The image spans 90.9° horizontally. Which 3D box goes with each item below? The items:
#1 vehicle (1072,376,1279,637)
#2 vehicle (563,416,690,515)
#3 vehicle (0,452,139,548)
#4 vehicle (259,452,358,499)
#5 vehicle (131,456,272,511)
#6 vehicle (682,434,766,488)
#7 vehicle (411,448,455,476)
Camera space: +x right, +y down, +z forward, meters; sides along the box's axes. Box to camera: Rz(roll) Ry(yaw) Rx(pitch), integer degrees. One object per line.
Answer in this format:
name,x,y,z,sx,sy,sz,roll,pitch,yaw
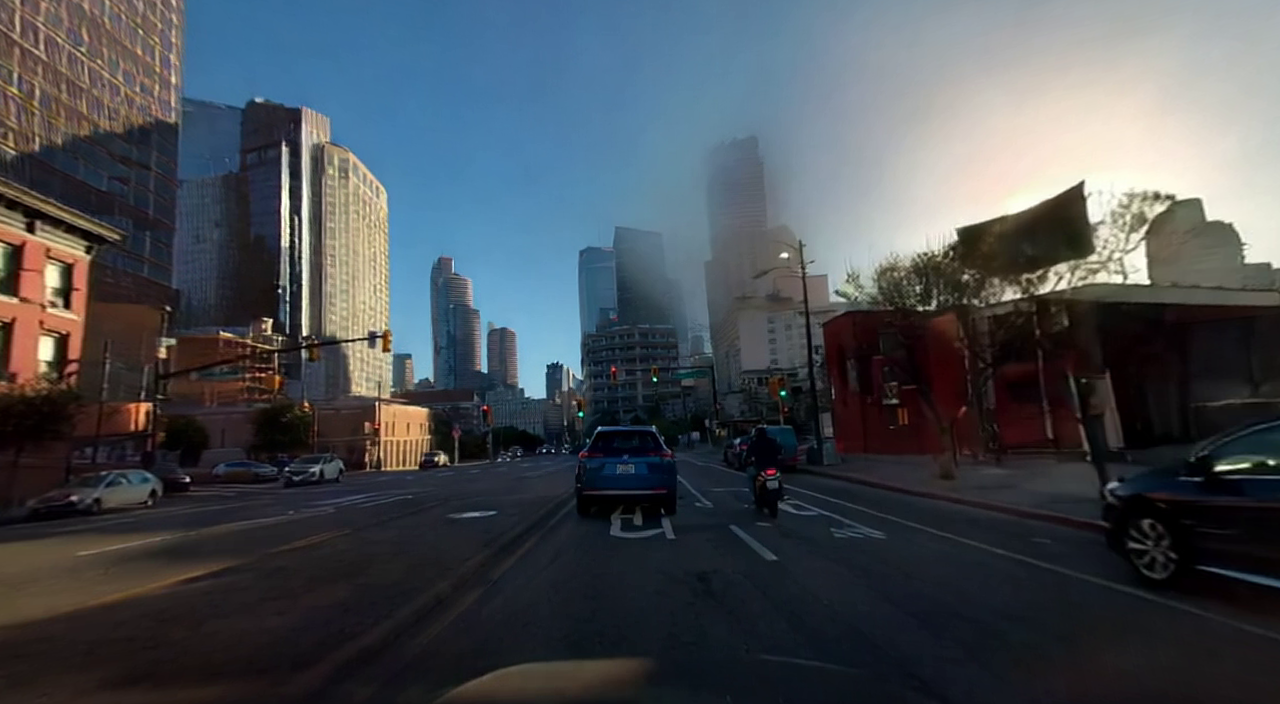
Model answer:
vehicle,5.245,0.958,3.756,2.030,1.709,4.687,0,-9,1
vehicle,-0.233,2.356,13.426,2.265,1.748,4.130,0,-9,0
vehicle,-13.551,2.994,12.919,2.142,1.826,5.471,0,-9,-1
vehicle,-14.000,5.202,26.998,1.926,1.732,4.635,0,-9,-3
vehicle,-17.878,5.344,26.133,2.134,1.915,5.317,0,-9,-2
vehicle,2.545,3.468,20.340,2.101,1.507,4.355,0,-9,0
vehicle,-14.518,7.720,44.567,1.871,1.786,4.386,0,-9,-4
